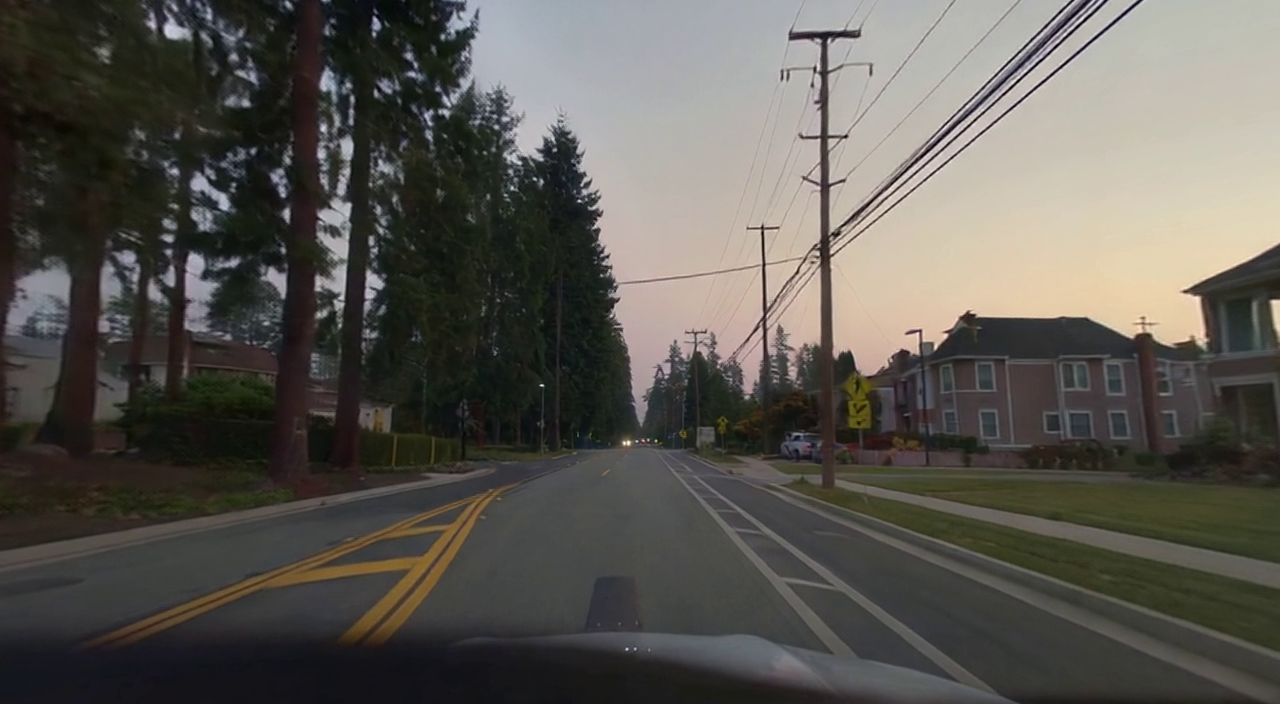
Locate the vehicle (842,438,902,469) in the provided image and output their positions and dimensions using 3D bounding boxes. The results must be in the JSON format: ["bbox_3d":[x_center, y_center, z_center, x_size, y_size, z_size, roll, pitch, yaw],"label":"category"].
[{"bbox_3d":[13.612,5.968,37.180,1.935,1.683,4.669,0,-9,2],"label":"vehicle"}]

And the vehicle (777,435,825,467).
[{"bbox_3d":[10.340,6.383,40.772,1.912,1.953,4.651,0,-9,0],"label":"vehicle"}]

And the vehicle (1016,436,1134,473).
[{"bbox_3d":[21.109,4.966,30.699,3.943,1.664,2.391,0,-8,-1],"label":"vehicle"}]
